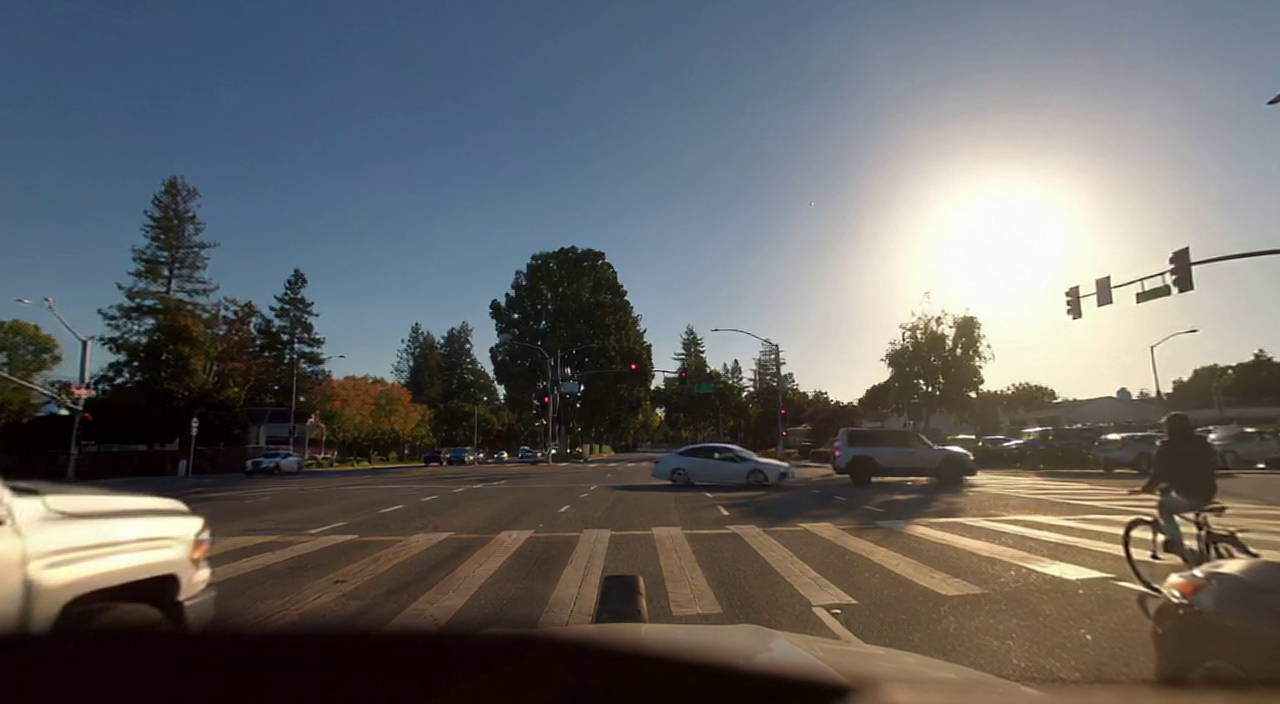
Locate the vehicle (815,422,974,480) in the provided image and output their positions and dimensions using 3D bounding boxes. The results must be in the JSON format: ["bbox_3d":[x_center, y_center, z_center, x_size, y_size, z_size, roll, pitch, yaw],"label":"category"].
[{"bbox_3d":[9.083,3.526,22.520,4.958,1.842,2.276,-5,-10,29],"label":"vehicle"}]

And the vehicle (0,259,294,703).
[{"bbox_3d":[-3.259,0.523,1.274,2.231,1.898,4.985,0,-8,0],"label":"vehicle"}]

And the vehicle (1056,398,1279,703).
[{"bbox_3d":[3.096,0.714,0.897,1.990,1.454,4.490,0,-8,1],"label":"vehicle"}]

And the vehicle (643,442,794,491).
[{"bbox_3d":[2.326,3.362,18.798,4.050,1.304,1.921,-5,-10,30],"label":"vehicle"}]
